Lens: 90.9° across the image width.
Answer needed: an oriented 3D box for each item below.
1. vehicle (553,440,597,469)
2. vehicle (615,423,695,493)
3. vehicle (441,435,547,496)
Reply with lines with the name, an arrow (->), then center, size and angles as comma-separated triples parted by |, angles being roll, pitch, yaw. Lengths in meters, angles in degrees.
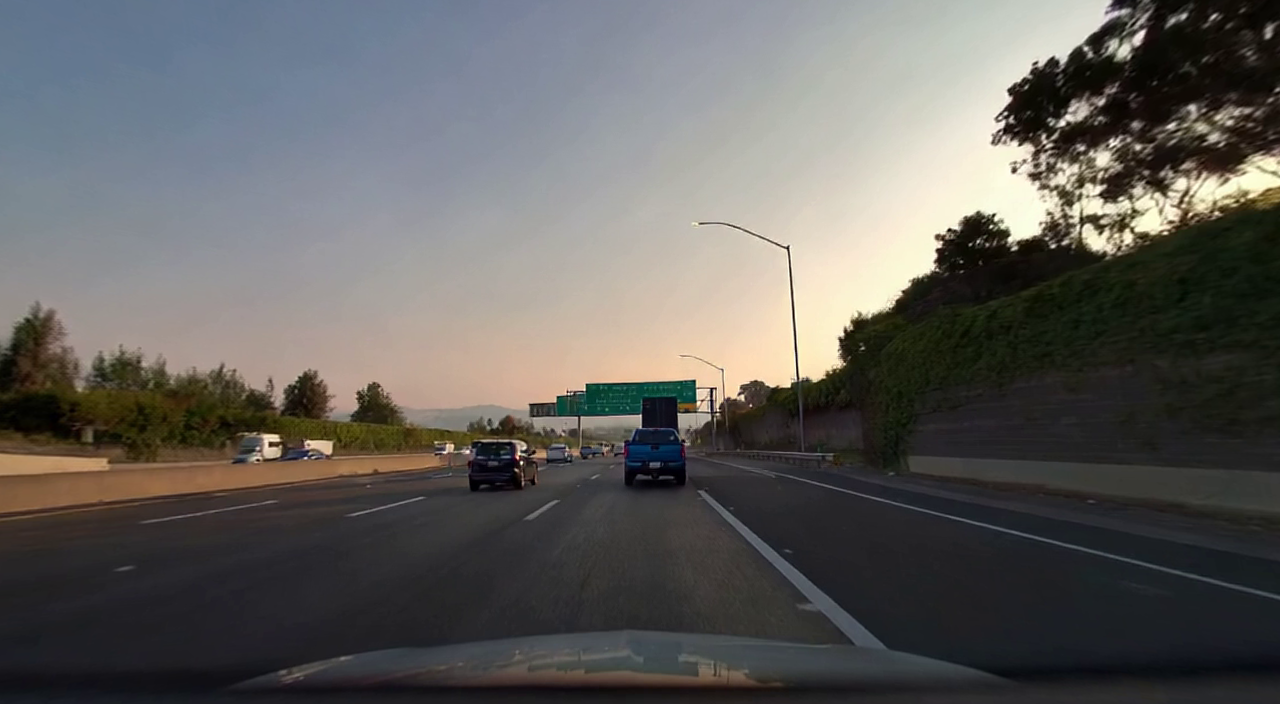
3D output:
vehicle -> -3.811, 6.049, 37.480 | 2.061, 1.584, 4.290 | 0, -8, 1
vehicle -> 0.412, 3.121, 18.882 | 2.083, 1.792, 4.782 | 0, -8, 1
vehicle -> -4.212, 3.350, 19.046 | 1.961, 1.591, 4.756 | -1, -8, 1
